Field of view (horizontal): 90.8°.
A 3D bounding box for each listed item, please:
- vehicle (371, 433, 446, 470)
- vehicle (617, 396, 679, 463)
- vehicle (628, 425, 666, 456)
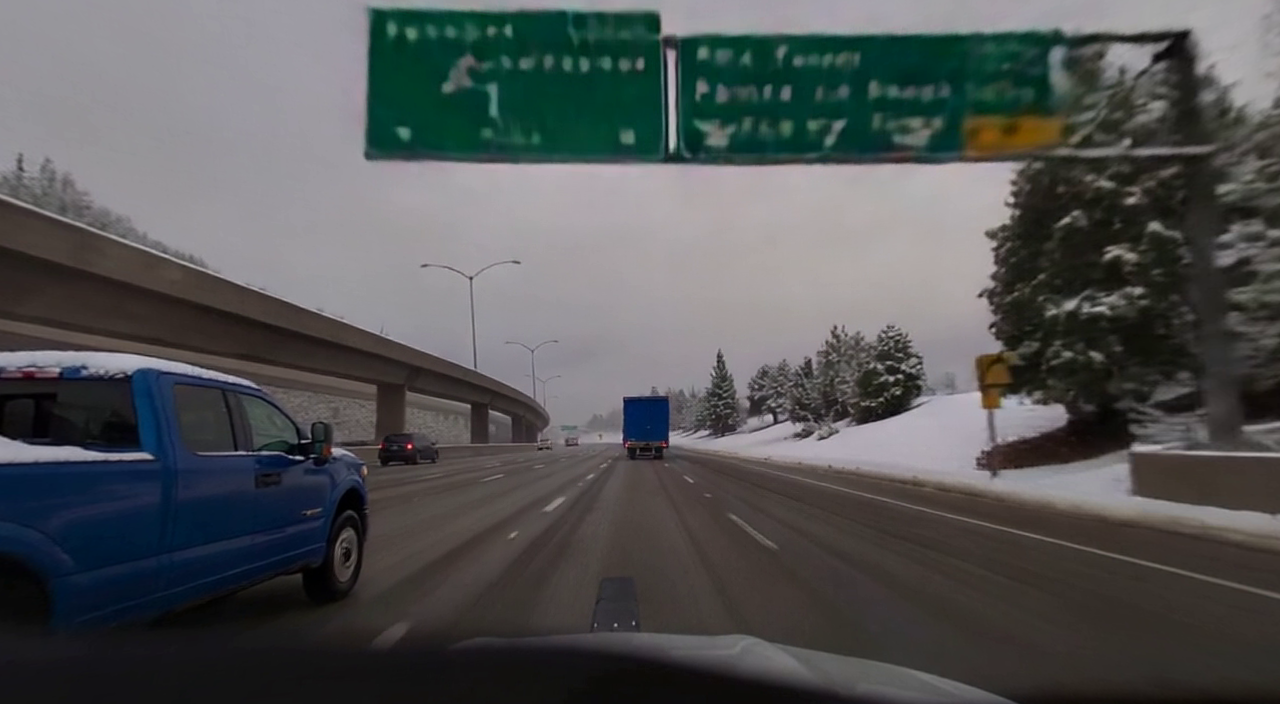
[{"bbox_3d":[-10.761,4.661,29.699,1.919,1.625,4.183,0,-8,0],"label":"vehicle"},{"bbox_3d":[0.238,5.052,40.192,3.233,3.678,11.032,0,-8,-3],"label":"vehicle"},{"bbox_3d":[0.345,5.186,36.971,2.052,1.666,4.358,0,-8,-1],"label":"vehicle"}]
